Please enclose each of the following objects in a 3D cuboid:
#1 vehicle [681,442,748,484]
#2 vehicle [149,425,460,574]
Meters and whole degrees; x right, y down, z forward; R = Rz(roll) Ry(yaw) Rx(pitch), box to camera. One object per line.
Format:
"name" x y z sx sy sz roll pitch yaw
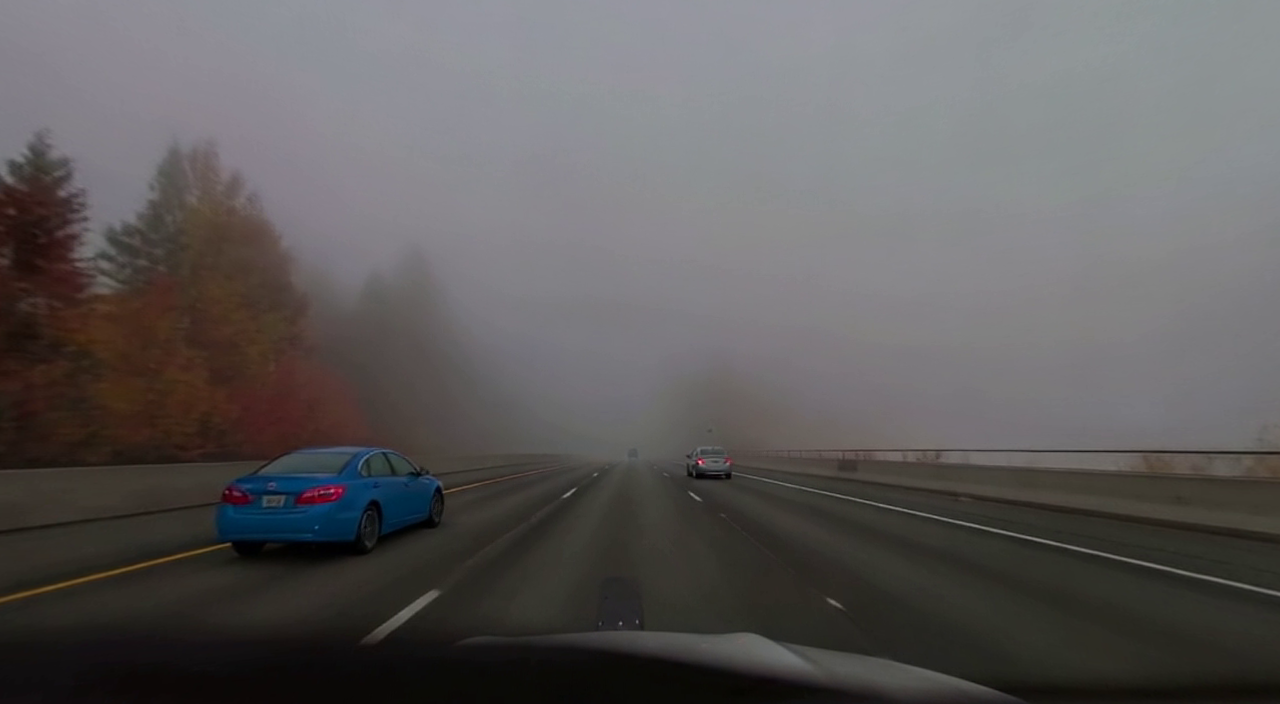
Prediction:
"vehicle" 3.037 4.651 26.704 2.146 1.573 4.661 0 -9 -1
"vehicle" -4.201 1.904 8.947 2.010 1.550 4.376 0 -9 0
